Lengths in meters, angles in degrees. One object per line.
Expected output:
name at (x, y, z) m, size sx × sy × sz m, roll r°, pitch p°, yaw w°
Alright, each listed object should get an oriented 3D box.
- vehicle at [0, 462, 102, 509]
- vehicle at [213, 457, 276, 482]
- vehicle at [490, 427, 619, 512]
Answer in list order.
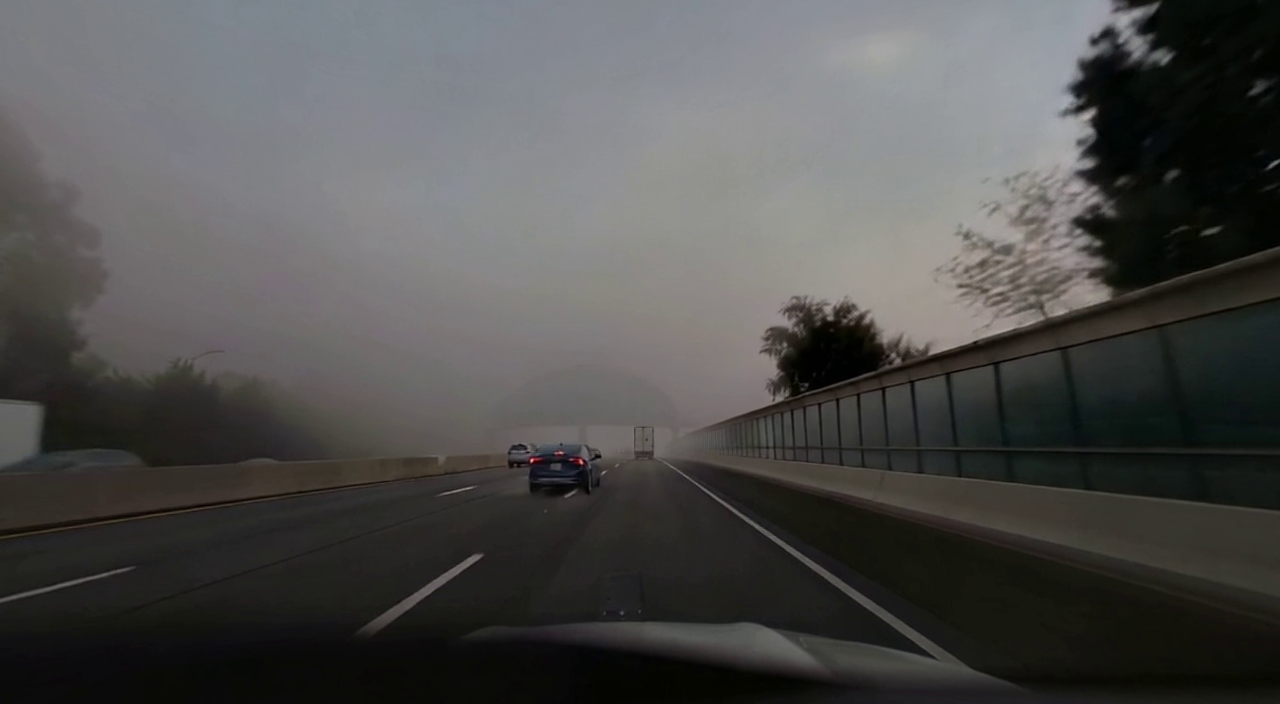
vehicle at (-21.537, 4.640, 22.202) m, size 1.870 × 1.400 × 3.724 m, roll 0°, pitch -9°, yaw 0°
vehicle at (-25.617, 7.594, 40.969) m, size 1.749 × 1.415 × 3.546 m, roll 0°, pitch -9°, yaw 0°
vehicle at (-1.833, 2.752, 15.229) m, size 2.299 × 1.716 × 4.579 m, roll -1°, pitch -9°, yaw 2°
